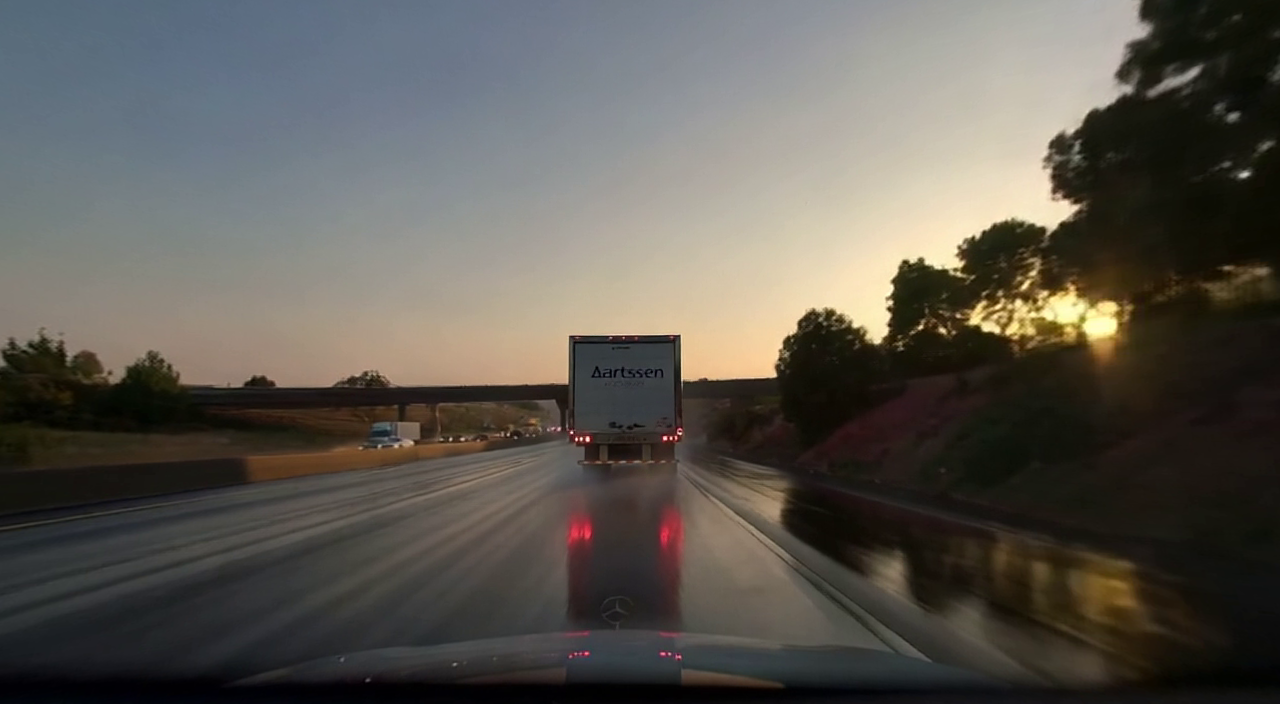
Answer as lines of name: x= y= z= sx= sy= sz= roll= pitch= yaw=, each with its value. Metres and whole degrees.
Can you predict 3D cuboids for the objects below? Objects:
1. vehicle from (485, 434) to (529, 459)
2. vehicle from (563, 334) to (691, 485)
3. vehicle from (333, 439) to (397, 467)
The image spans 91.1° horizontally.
vehicle: x=-8.527 y=6.066 z=40.639 sx=1.940 sy=1.488 sz=3.976 roll=0 pitch=-8 yaw=0
vehicle: x=-0.361 y=2.251 z=22.453 sx=3.442 sy=4.106 sz=10.719 roll=0 pitch=-8 yaw=0
vehicle: x=-16.359 y=6.008 z=37.625 sx=1.911 sy=1.562 sz=4.014 roll=0 pitch=-8 yaw=1
